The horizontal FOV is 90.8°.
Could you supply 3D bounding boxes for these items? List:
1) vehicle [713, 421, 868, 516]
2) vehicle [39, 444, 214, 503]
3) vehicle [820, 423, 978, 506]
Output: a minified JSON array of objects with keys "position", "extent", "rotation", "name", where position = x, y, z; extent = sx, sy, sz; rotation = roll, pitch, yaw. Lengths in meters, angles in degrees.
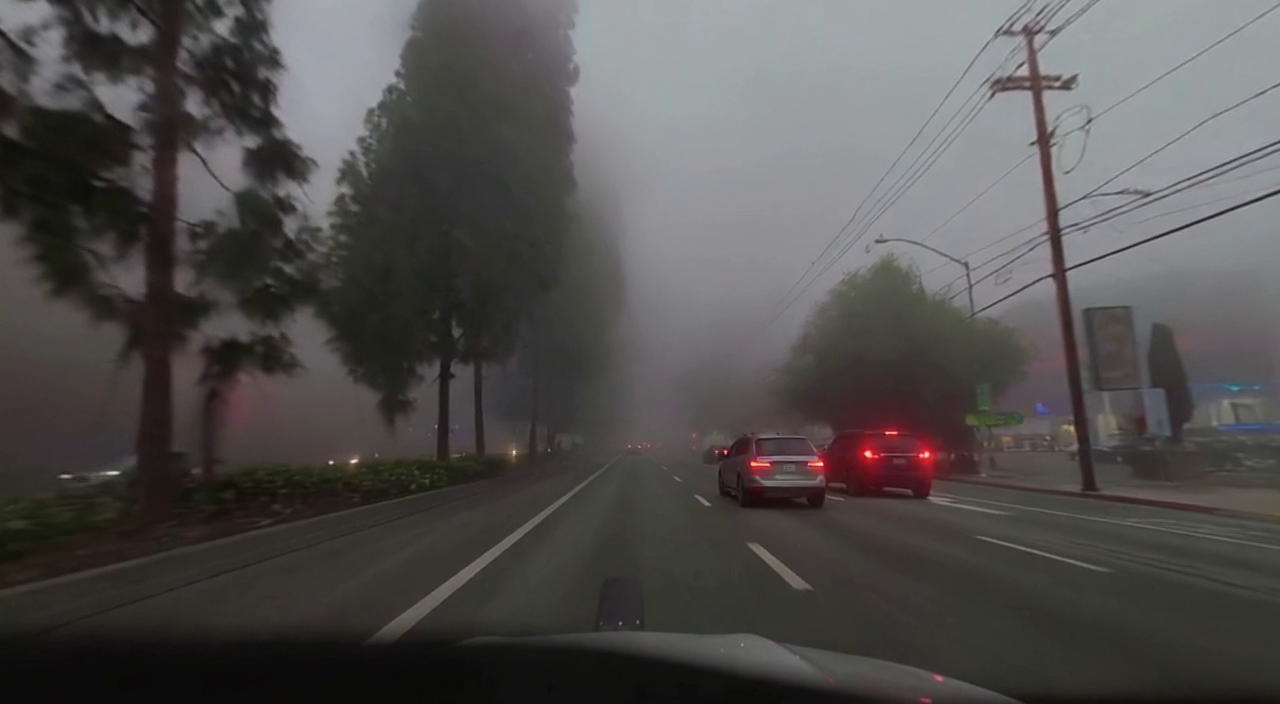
[{"position":[2.964,2.409,13.522],"extent":[2.128,1.699,4.222],"rotation":[0,-8,-2],"name":"vehicle"},{"position":[-16.340,3.833,20.484],"extent":[1.933,1.677,4.400],"rotation":[0,-8,0],"name":"vehicle"},{"position":[6.097,2.699,15.539],"extent":[1.998,1.724,4.260],"rotation":[0,-8,-1],"name":"vehicle"}]
